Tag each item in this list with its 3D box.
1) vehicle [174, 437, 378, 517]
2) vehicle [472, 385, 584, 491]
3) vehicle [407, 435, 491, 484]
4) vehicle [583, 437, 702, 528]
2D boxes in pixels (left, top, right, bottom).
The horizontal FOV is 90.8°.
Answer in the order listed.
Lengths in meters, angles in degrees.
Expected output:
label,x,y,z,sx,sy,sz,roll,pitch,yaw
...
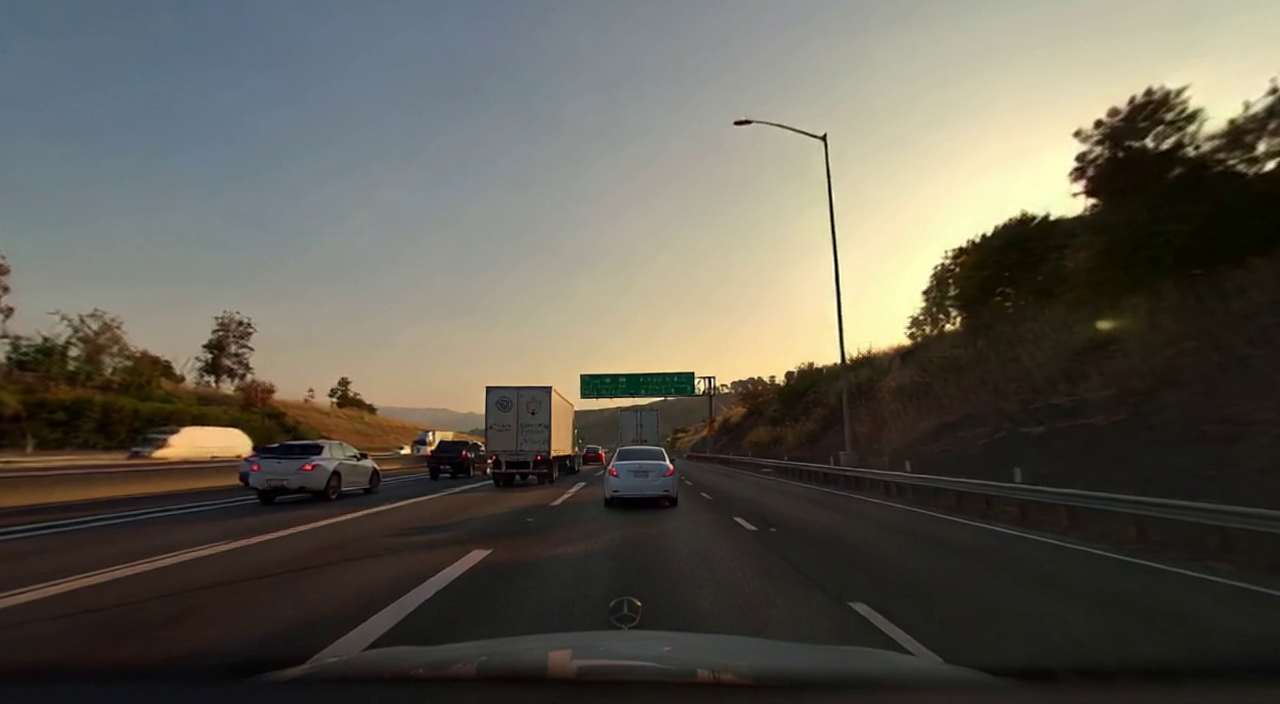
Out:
label,x,y,z,sx,sy,sz,roll,pitch,yaw
vehicle,-8.002,2.770,14.523,1.879,1.521,4.623,-1,-9,1
vehicle,-3.890,3.296,23.796,2.812,3.342,7.248,-1,-9,1
vehicle,-7.512,4.276,25.291,1.952,1.746,4.332,-1,-9,1
vehicle,0.023,2.450,12.349,1.995,1.495,3.380,0,-9,-1
